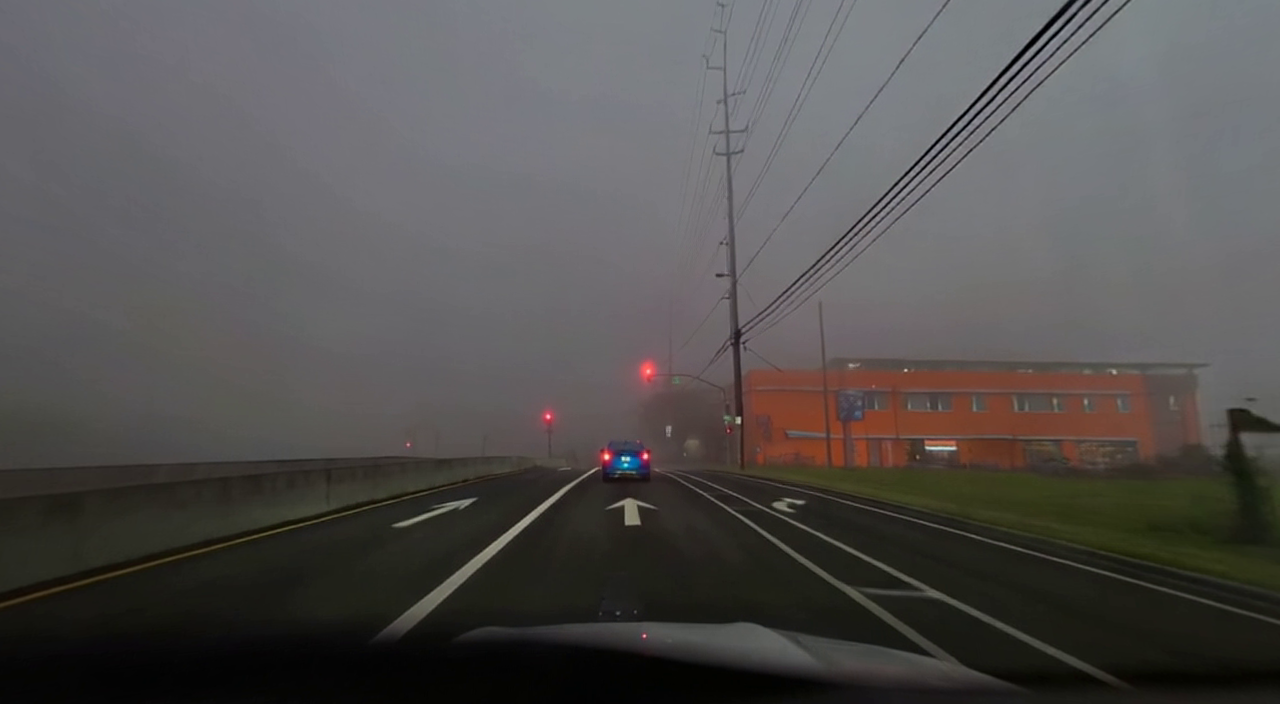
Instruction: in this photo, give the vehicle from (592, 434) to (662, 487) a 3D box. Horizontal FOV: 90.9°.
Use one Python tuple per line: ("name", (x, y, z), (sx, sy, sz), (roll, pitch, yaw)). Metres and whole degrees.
("vehicle", (-0.440, 3.542, 20.978), (2.123, 1.566, 3.662), (0, -8, -1))
